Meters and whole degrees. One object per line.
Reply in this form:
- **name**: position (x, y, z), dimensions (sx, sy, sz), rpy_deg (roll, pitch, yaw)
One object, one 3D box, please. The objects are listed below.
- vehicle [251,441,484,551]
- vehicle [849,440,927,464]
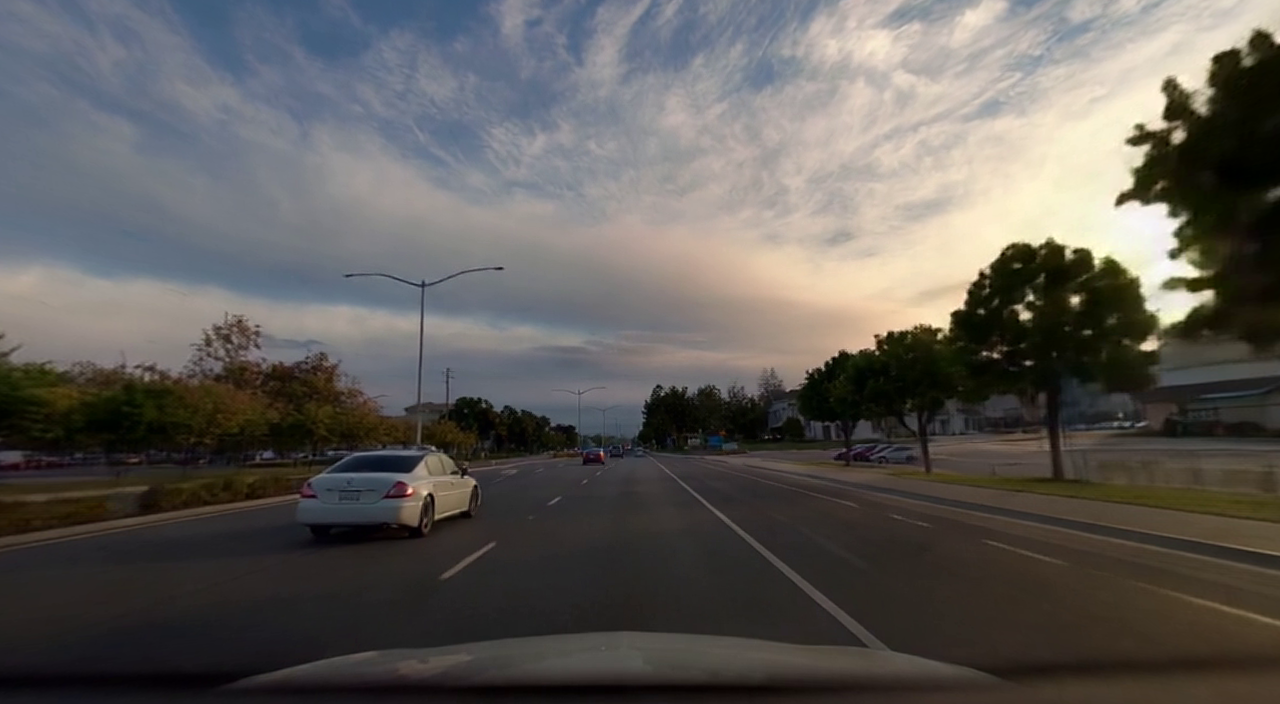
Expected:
- **vehicle**: position (-4.242, 2.289, 10.830), dimensions (2.003, 1.454, 4.484), rpy_deg (0, -9, 0)
- **vehicle**: position (16.087, 6.524, 41.117), dimensions (4.197, 1.466, 1.930), rpy_deg (0, -9, -2)
